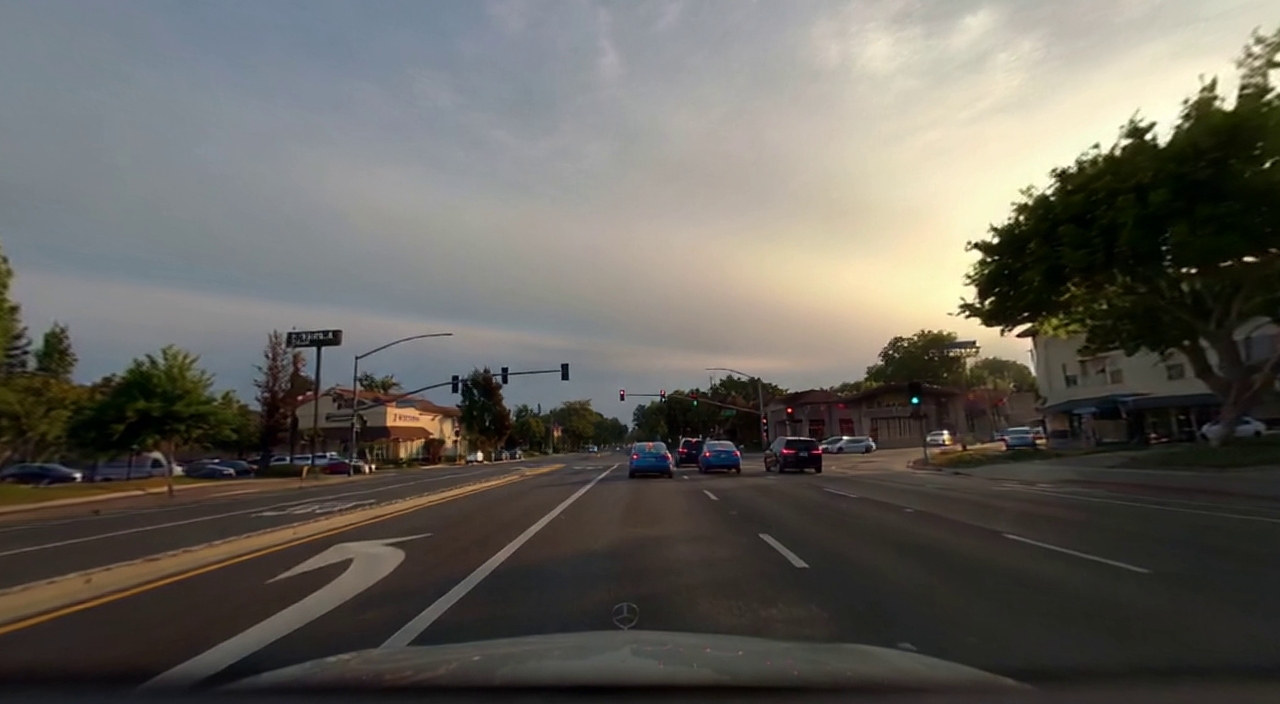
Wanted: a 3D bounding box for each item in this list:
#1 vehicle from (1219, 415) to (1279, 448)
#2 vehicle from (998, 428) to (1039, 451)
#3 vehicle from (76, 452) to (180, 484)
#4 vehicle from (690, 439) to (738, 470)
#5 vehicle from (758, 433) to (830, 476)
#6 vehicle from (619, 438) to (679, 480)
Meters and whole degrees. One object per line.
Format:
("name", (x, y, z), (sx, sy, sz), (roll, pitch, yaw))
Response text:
("vehicle", (29.450, 3.776, 29.895), (1.951, 1.443, 4.614), (-5, -10, 30))
("vehicle", (26.146, 6.052, 43.538), (2.222, 1.538, 4.817), (-6, -10, 32))
("vehicle", (-31.141, 7.037, 38.528), (4.471, 1.829, 2.071), (0, -8, -2))
("vehicle", (3.762, 5.307, 32.865), (1.889, 1.473, 4.643), (0, -8, -1))
("vehicle", (6.654, 4.462, 27.783), (2.009, 1.700, 4.275), (0, -8, -1))
("vehicle", (0.317, 4.124, 24.633), (2.135, 1.468, 4.076), (0, -8, 0))
